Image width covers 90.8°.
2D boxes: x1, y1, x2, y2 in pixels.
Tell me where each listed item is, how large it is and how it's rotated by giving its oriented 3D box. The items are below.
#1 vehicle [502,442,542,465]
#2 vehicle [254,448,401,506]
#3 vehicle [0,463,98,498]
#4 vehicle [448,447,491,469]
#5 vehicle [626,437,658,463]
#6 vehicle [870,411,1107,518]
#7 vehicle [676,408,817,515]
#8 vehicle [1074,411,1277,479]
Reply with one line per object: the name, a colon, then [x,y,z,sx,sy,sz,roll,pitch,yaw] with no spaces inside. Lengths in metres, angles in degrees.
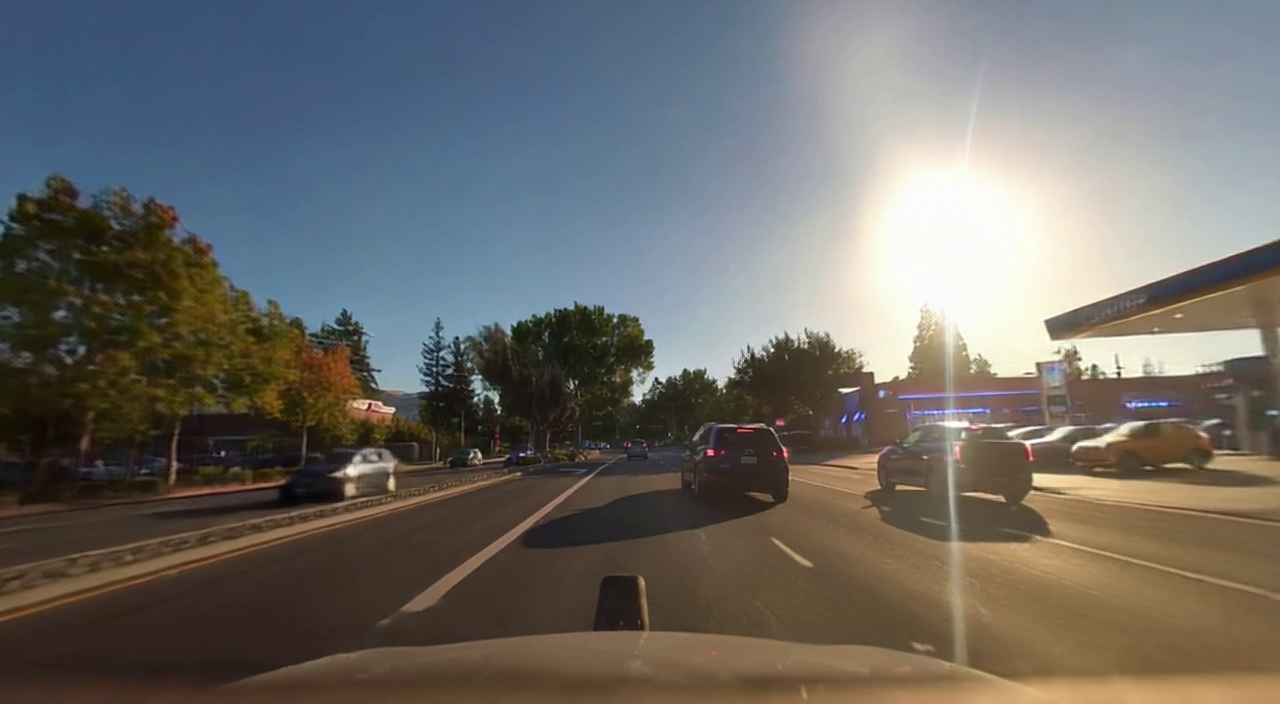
vehicle: [-8.988,7.745,48.447,2.044,1.695,4.503,0,-8,2]
vehicle: [-9.085,3.630,18.930,1.978,1.470,4.711,0,-8,0]
vehicle: [-29.053,6.131,30.236,4.435,1.507,1.926,0,-8,1]
vehicle: [-12.348,7.675,46.013,1.868,1.496,4.390,0,-8,0]
vehicle: [0.111,6.837,44.255,2.101,1.707,3.904,0,-8,-1]
vehicle: [6.660,2.210,12.884,2.025,1.765,4.729,0,-8,-1]
vehicle: [2.086,2.337,13.969,2.038,1.917,4.900,0,-8,-3]
vehicle: [17.591,3.126,21.253,2.125,1.875,5.224,-3,-8,-1]
